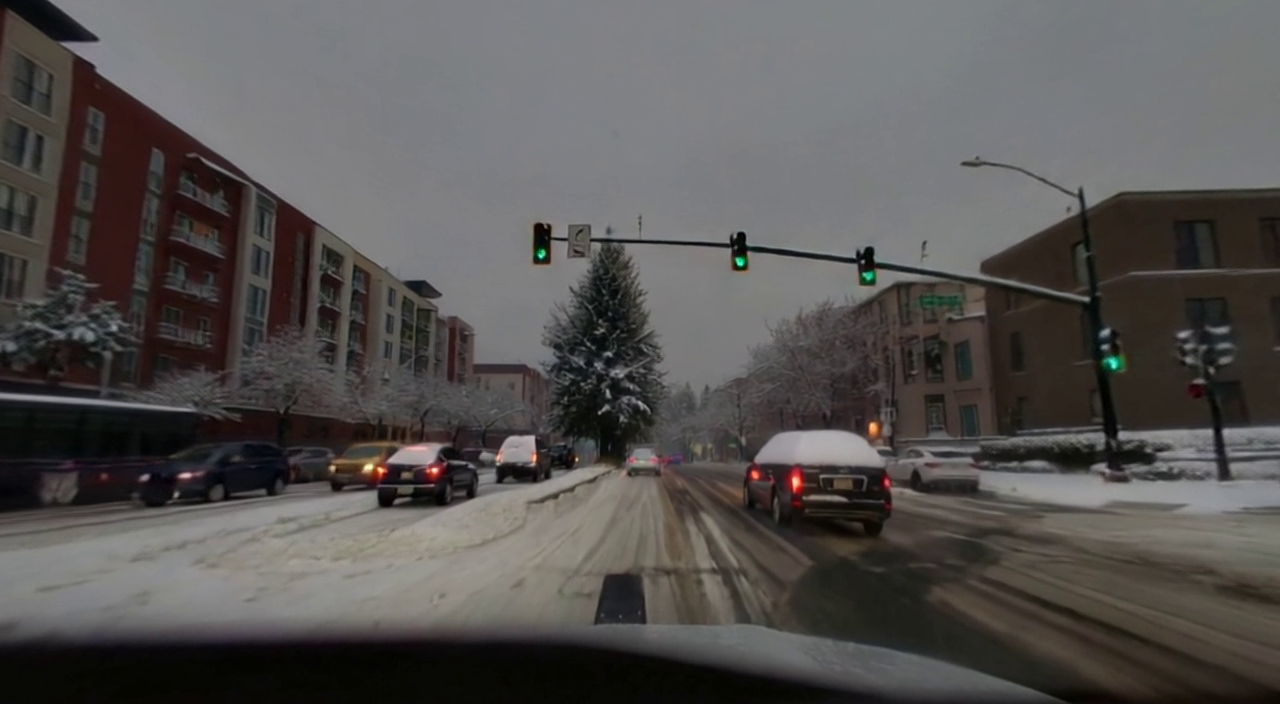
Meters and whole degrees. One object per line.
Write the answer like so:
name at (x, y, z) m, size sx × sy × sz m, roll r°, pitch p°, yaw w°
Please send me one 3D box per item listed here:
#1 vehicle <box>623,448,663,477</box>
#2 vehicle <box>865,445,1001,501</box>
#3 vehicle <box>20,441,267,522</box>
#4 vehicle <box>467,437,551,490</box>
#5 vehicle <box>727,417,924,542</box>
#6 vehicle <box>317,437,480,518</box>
vehicle at (0.126, 6.054, 34.937) m, size 2.059 × 1.492 × 4.033 m, roll 0°, pitch -9°, yaw -1°
vehicle at (9.108, 3.784, 20.247) m, size 1.962 × 1.542 × 4.999 m, roll 0°, pitch -9°, yaw 0°
vehicle at (-11.730, 3.051, 15.570) m, size 2.001 × 1.638 × 4.980 m, roll 0°, pitch -9°, yaw 1°
vehicle at (-4.955, 4.298, 24.760) m, size 2.275 × 1.816 × 4.923 m, roll 0°, pitch -9°, yaw 0°
vehicle at (3.124, 2.275, 11.937) m, size 2.129 × 1.844 × 4.767 m, roll 0°, pitch -9°, yaw -2°
vehicle at (-5.520, 2.941, 15.269) m, size 2.062 × 1.532 × 4.830 m, roll -2°, pitch -9°, yaw 0°
